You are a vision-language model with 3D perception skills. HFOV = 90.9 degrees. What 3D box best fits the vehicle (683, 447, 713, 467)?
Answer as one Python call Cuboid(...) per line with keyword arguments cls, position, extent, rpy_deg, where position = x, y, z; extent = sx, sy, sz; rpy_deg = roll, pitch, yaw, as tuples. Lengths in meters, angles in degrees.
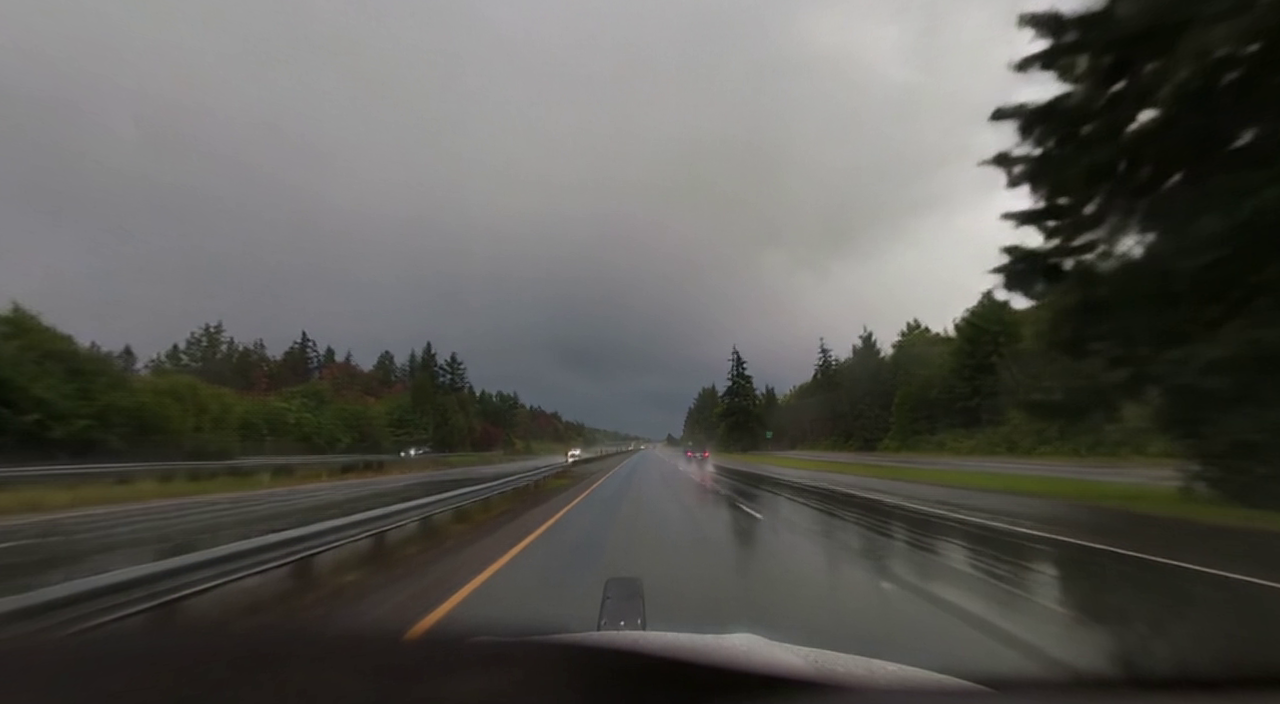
Cuboid(cls="vehicle", position=(4.564, 8.292, 49.958), extent=(1.984, 1.481, 4.376), rpy_deg=(0, -8, 0))
